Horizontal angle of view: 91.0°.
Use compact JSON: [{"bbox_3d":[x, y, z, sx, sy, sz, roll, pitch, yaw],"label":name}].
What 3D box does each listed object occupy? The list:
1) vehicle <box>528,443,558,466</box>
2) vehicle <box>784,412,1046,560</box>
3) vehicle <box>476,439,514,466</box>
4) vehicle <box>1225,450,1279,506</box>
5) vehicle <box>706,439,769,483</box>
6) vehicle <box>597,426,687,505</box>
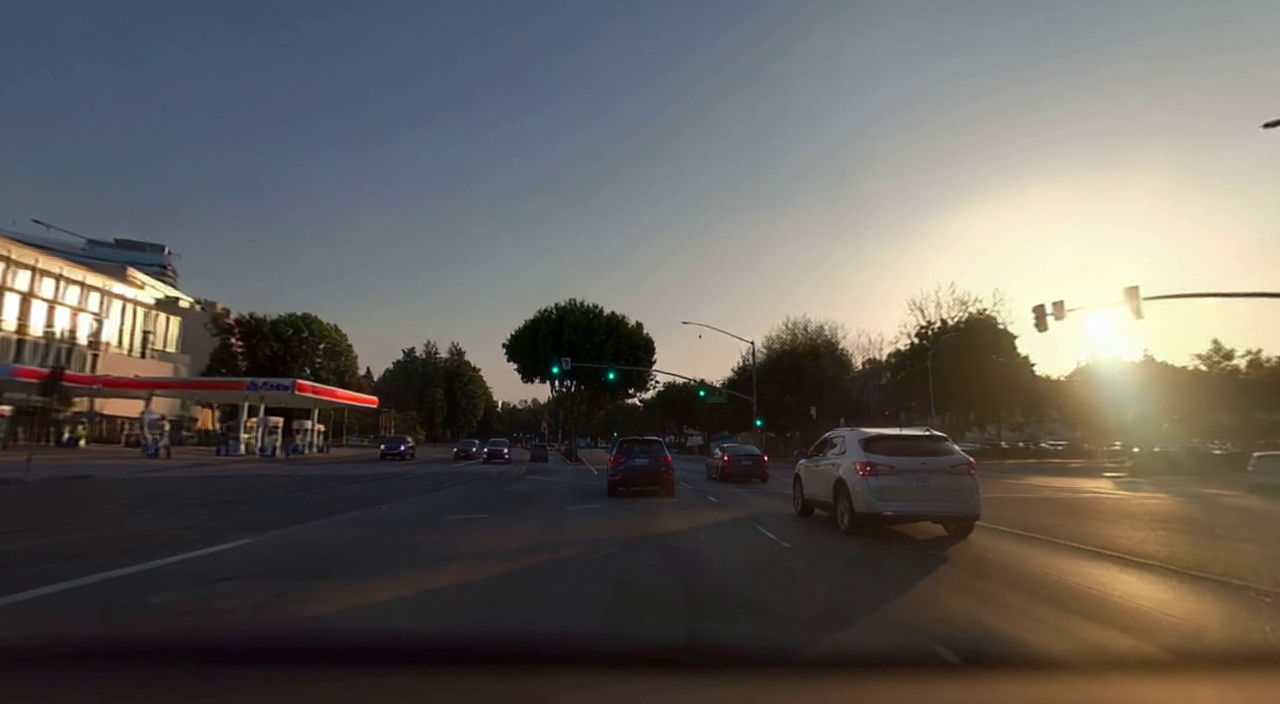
[{"bbox_3d":[-6.865,7.236,44.687,1.987,1.505,4.337,1,-8,-8],"label":"vehicle"},{"bbox_3d":[3.762,1.904,9.653,2.000,1.745,4.206,0,-8,-2],"label":"vehicle"},{"bbox_3d":[-9.722,6.749,42.446,1.992,1.755,4.283,1,-8,-7],"label":"vehicle"},{"bbox_3d":[18.975,3.662,18.674,2.057,1.473,4.462,-7,-11,40],"label":"vehicle"},{"bbox_3d":[3.797,4.303,25.085,1.800,1.592,3.658,0,-8,-2],"label":"vehicle"},{"bbox_3d":[0.004,2.916,16.577,2.051,1.798,4.168,0,-8,-1],"label":"vehicle"}]
